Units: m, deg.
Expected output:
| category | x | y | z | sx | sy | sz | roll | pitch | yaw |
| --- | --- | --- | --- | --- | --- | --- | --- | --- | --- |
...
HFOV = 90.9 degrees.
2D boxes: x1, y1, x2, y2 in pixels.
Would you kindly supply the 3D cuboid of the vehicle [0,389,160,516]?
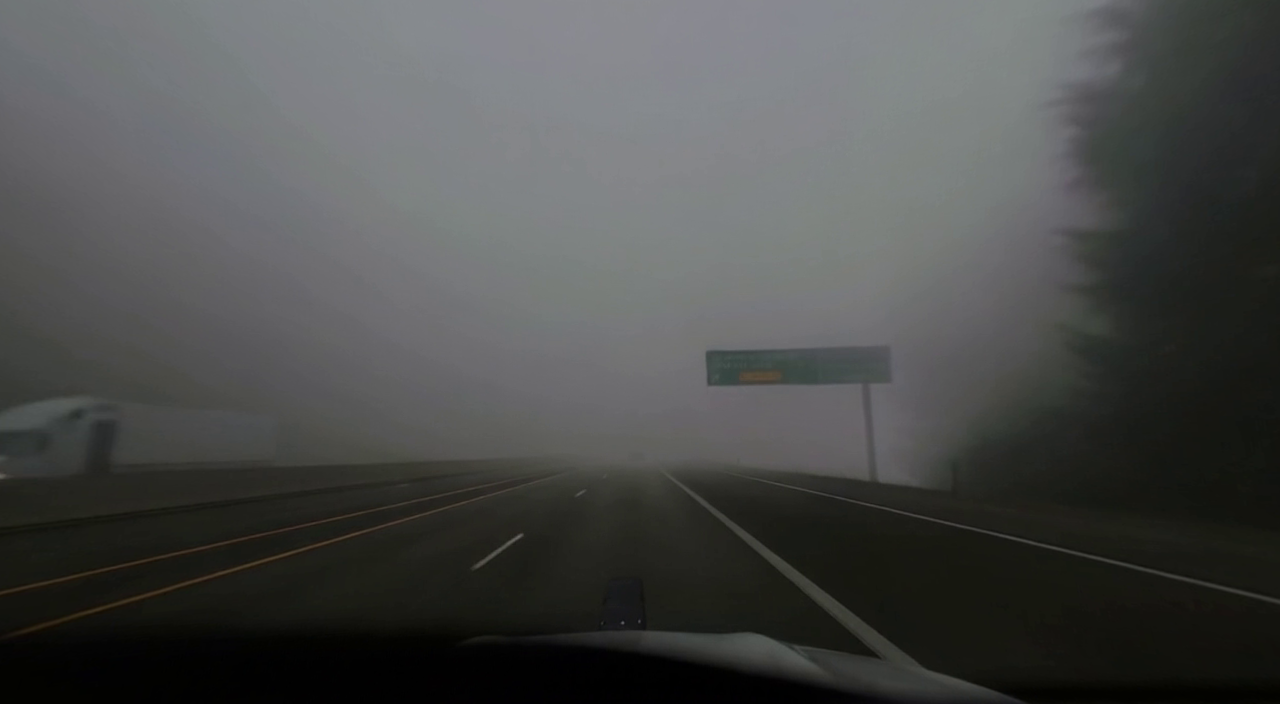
| category | x | y | z | sx | sy | sz | roll | pitch | yaw |
| --- | --- | --- | --- | --- | --- | --- | --- | --- | --- |
| vehicle | -19.560 | 3.309 | 20.652 | 2.894 | 3.573 | 5.913 | -2 | -9 | 0 |
